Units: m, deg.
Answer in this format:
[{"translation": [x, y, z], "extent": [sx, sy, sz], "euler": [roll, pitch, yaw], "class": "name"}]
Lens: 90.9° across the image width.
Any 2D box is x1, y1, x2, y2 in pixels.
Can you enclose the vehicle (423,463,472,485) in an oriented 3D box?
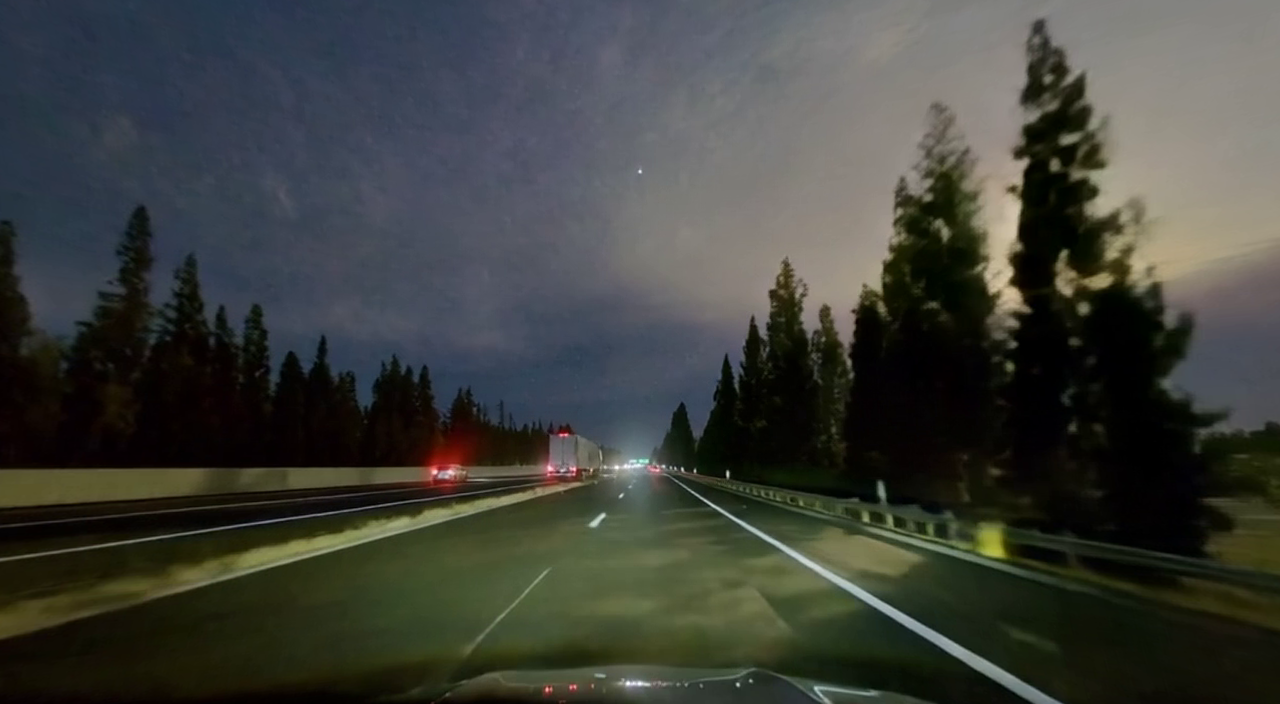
[{"translation": [-13.110, 8.324, 43.073], "extent": [1.745, 1.430, 4.252], "euler": [0, -10, 4], "class": "vehicle"}]
